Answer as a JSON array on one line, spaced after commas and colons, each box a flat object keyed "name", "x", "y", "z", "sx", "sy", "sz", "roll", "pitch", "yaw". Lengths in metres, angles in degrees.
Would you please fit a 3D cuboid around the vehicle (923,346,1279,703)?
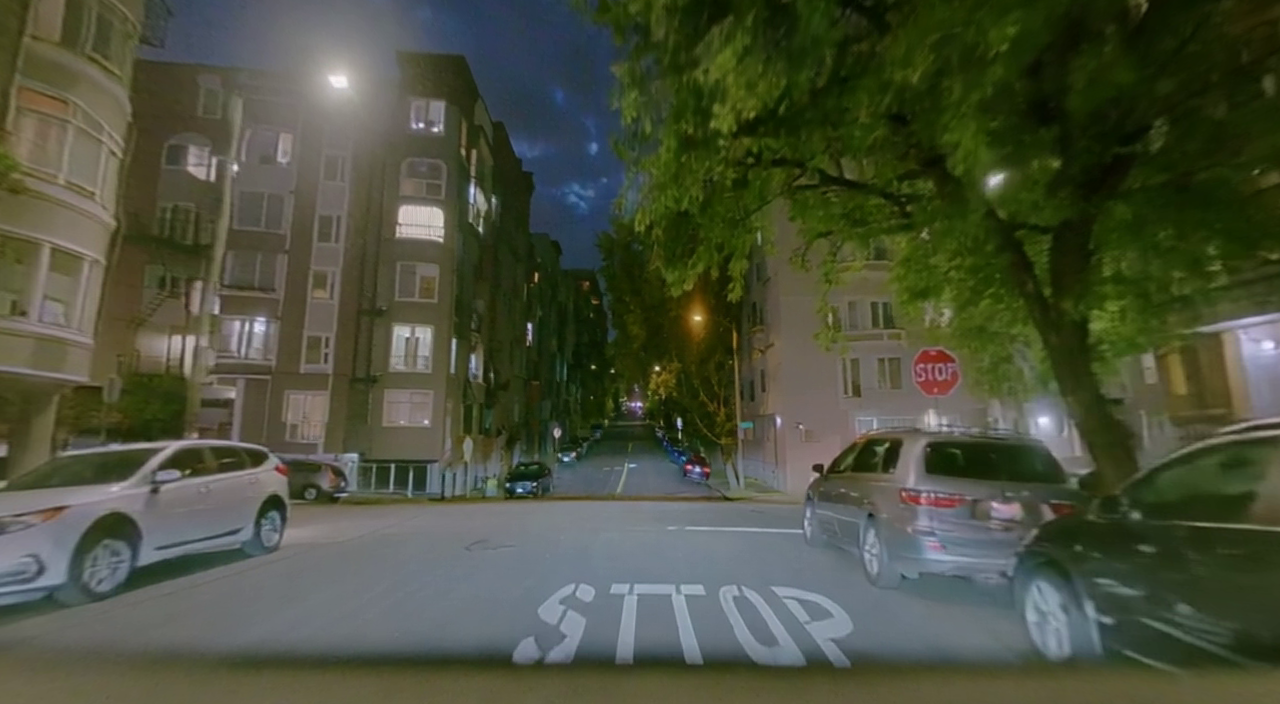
[{"name": "vehicle", "x": 3.343, "y": 0.861, "z": 2.430, "sx": 2.154, "sy": 1.699, "sz": 4.591, "roll": 0, "pitch": -8, "yaw": -3}]

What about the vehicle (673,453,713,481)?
[{"name": "vehicle", "x": 3.400, "y": 7.482, "z": 41.418, "sx": 2.051, "sy": 1.526, "sz": 4.673, "roll": 0, "pitch": -7, "yaw": -2}]

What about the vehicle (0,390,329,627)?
[{"name": "vehicle", "x": -6.095, "y": 1.712, "z": 7.730, "sx": 2.076, "sy": 1.913, "sz": 5.060, "roll": -2, "pitch": -9, "yaw": -1}]

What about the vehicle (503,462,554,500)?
[{"name": "vehicle", "x": -5.887, "y": 6.848, "z": 33.790, "sx": 1.987, "sy": 1.662, "sz": 4.141, "roll": -2, "pitch": -8, "yaw": -1}]
